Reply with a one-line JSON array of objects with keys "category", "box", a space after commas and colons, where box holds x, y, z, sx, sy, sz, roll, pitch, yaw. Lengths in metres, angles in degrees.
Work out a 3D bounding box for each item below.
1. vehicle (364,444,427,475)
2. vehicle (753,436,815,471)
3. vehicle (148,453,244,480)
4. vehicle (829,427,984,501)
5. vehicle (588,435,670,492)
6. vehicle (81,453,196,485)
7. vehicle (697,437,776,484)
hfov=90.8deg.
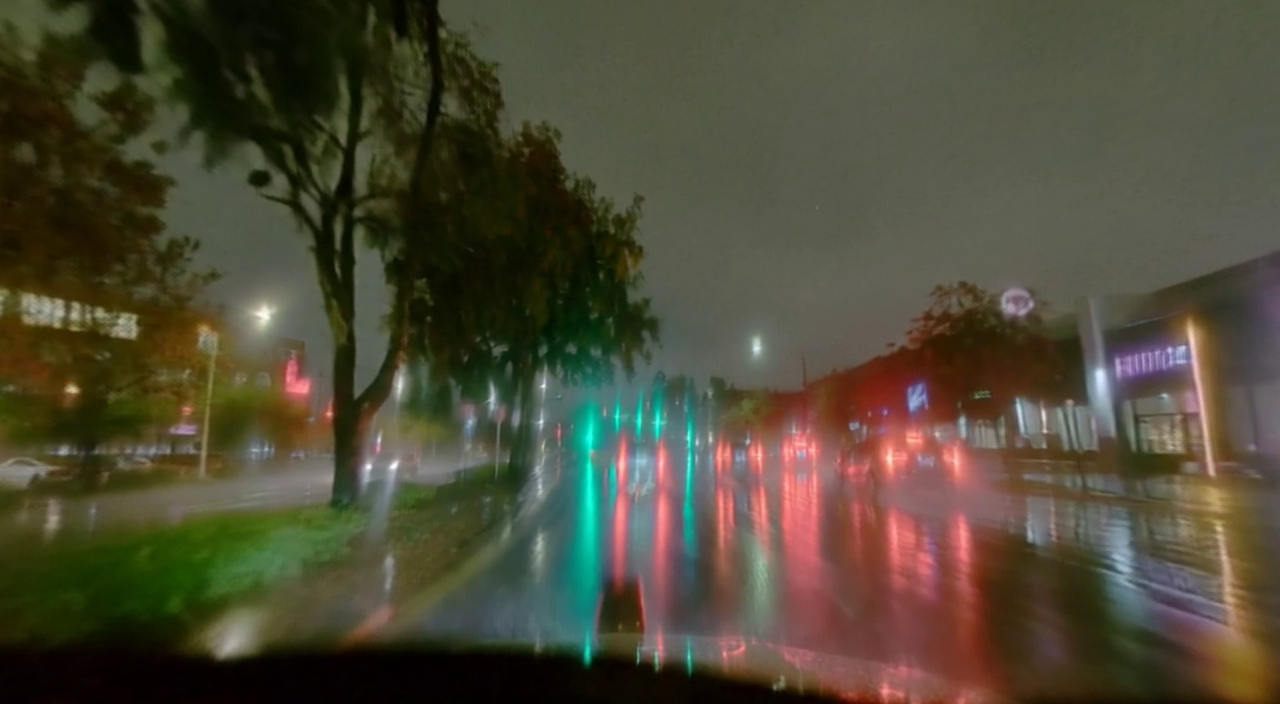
[{"category": "vehicle", "box": [-13.097, 5.766, 34.084, 1.934, 1.491, 3.684, -1, -8, 0]}, {"category": "vehicle", "box": [7.261, 5.170, 32.333, 2.025, 1.666, 4.448, 0, -9, -2]}, {"category": "vehicle", "box": [-28.413, 7.342, 40.534, 4.576, 1.606, 2.063, 0, -9, 1]}, {"category": "vehicle", "box": [7.016, 2.996, 17.341, 2.052, 1.708, 4.842, 0, -9, -1]}, {"category": "vehicle", "box": [-0.380, 3.189, 18.444, 2.101, 1.444, 4.248, 0, -9, -2]}, {"category": "vehicle", "box": [-27.820, 6.491, 35.134, 4.640, 1.640, 2.026, 0, -9, 1]}, {"category": "vehicle", "box": [3.312, 3.819, 22.537, 1.993, 1.477, 4.240, 0, -9, -2]}]
